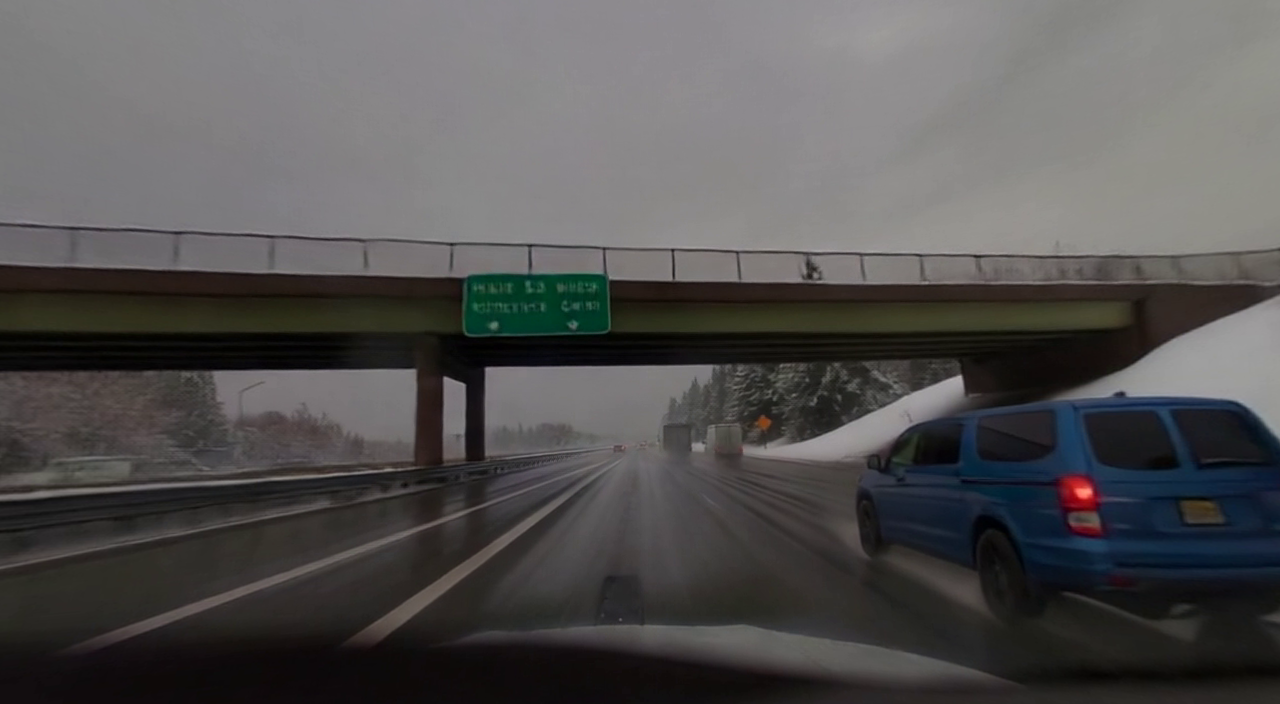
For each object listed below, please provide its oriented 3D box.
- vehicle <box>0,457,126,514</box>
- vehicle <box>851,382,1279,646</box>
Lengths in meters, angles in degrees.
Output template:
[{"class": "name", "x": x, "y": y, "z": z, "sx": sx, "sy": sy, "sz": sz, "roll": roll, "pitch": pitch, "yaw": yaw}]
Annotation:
[{"class": "vehicle", "x": -43.859, "y": 9.608, "z": 46.304, "sx": 2.907, "sy": 3.595, "sz": 10.577, "roll": 0, "pitch": -8, "yaw": 1}, {"class": "vehicle", "x": 4.002, "y": 1.366, "z": 6.346, "sx": 2.148, "sy": 1.691, "sz": 4.443, "roll": 0, "pitch": -9, "yaw": -1}]
